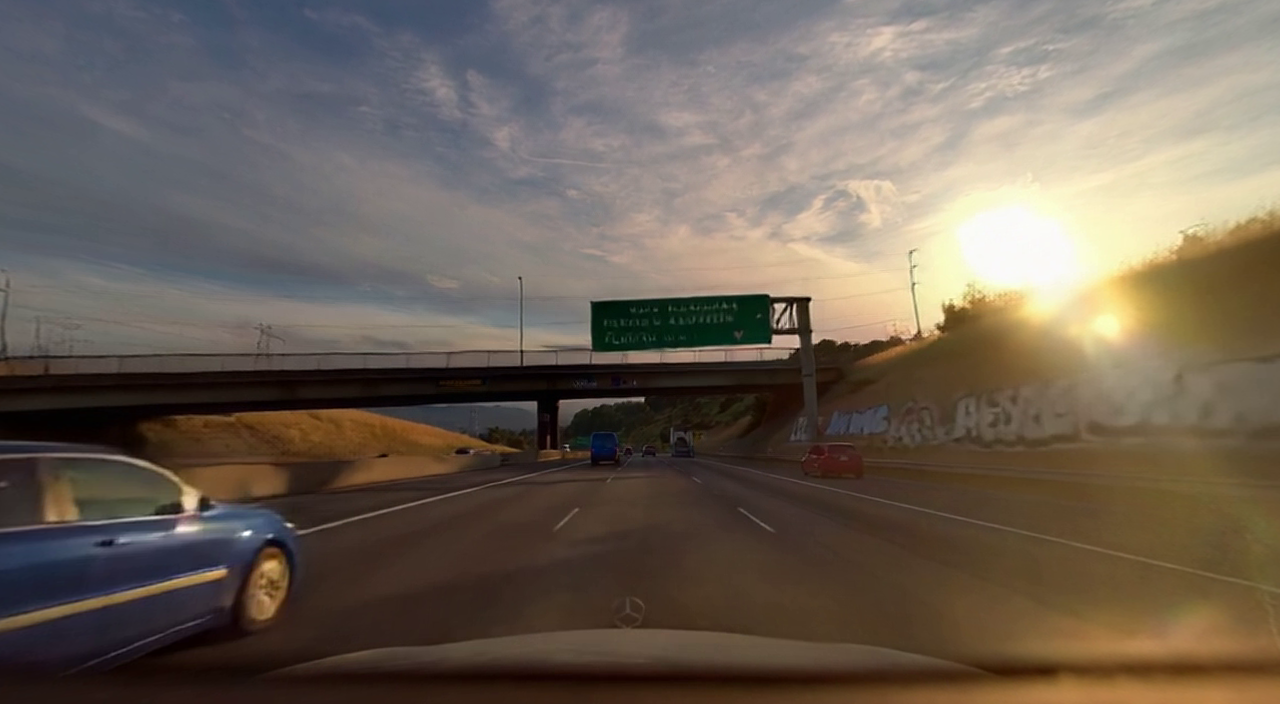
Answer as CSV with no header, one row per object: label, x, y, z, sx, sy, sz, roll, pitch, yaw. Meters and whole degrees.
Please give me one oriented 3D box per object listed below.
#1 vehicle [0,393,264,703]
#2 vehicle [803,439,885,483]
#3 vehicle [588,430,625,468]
vehicle,-3.166,0.725,1.115,2.029,1.472,4.721,0,-9,1
vehicle,8.360,4.512,26.212,1.936,1.664,4.198,0,-9,-1
vehicle,-2.378,7.152,46.420,2.451,2.627,5.868,0,-9,0
